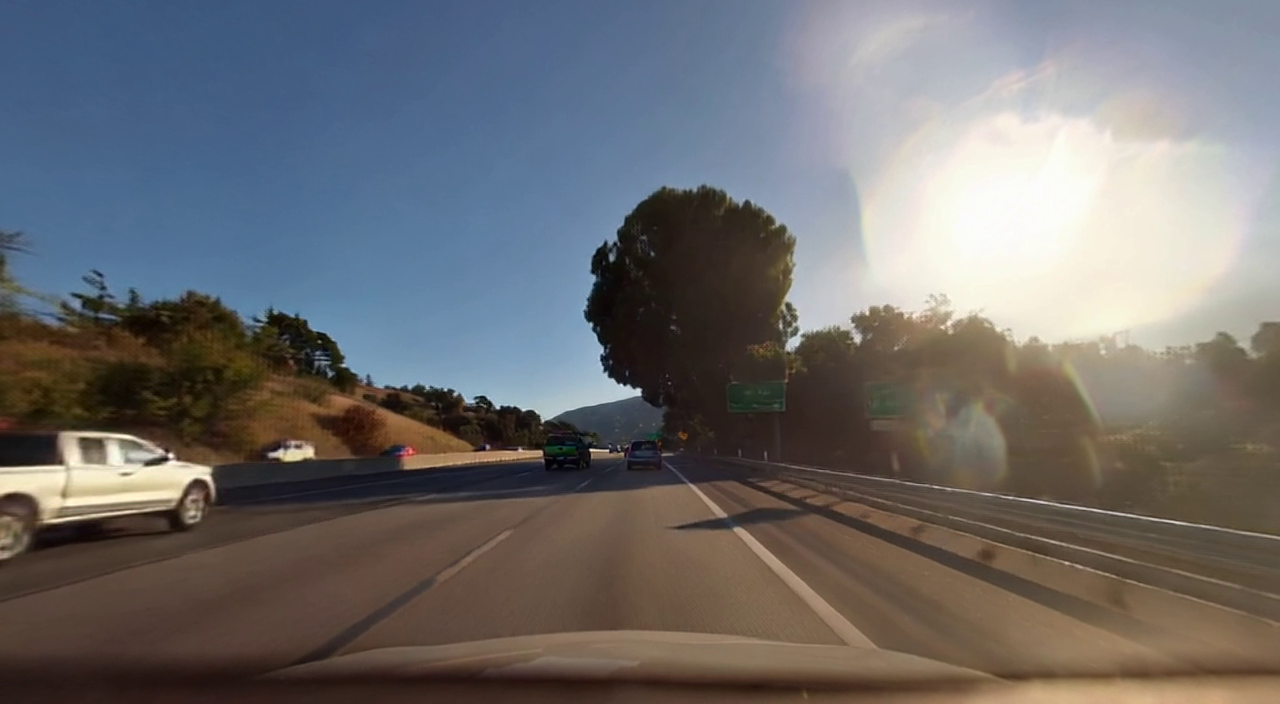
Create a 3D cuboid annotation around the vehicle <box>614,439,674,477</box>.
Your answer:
[{"bbox_3d":[0.233,5.162,30.963,2.715,1.669,5.163,0,-9,1],"label":"vehicle"}]

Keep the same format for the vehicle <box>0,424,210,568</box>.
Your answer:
[{"bbox_3d":[-7.906,1.678,7.709,2.149,1.526,4.361,0,-9,1],"label":"vehicle"}]

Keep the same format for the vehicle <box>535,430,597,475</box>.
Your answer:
[{"bbox_3d":[-3.419,4.814,30.240,2.250,1.947,4.860,0,-9,2],"label":"vehicle"}]

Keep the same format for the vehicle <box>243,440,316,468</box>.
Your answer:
[{"bbox_3d":[-24.919,7.053,43.759,2.028,1.820,4.970,0,-9,1],"label":"vehicle"}]
